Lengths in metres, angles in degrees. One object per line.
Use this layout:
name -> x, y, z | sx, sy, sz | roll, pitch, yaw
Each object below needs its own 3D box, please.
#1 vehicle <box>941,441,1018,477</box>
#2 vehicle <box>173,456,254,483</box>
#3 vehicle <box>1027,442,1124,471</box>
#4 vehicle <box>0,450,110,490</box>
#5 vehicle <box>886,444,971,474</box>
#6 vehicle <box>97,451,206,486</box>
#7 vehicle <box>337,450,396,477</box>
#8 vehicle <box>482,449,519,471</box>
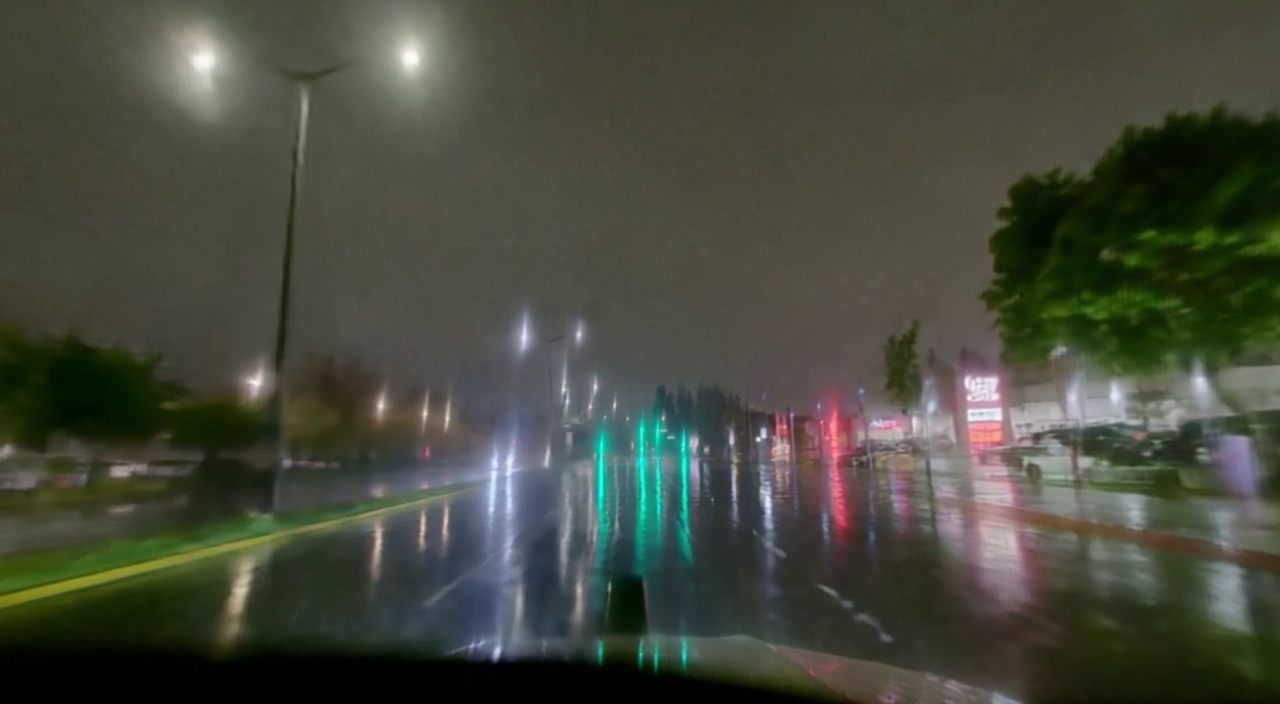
vehicle -> 18.754, 5.848, 34.642 | 3.754, 1.844, 2.002 | 5, -10, -32
vehicle -> -30.682, 8.416, 45.305 | 4.584, 1.790, 1.858 | 5, -10, -30
vehicle -> 27.292, 6.567, 39.472 | 4.478, 1.746, 2.159 | 0, -8, 1
vehicle -> -40.845, 8.092, 43.105 | 6.078, 2.123, 2.373 | 7, -4, -17
vehicle -> 16.758, 6.157, 36.424 | 4.313, 1.584, 2.282 | 5, -10, -29
vehicle -> -29.610, 7.038, 38.093 | 5.319, 1.985, 2.410 | -3, -9, 16
vehicle -> -19.978, 8.147, 46.101 | 2.218, 1.788, 4.604 | 0, -9, 0
vehicle -> -9.992, 7.760, 45.294 | 1.880, 1.461, 4.446 | 0, -9, -3
